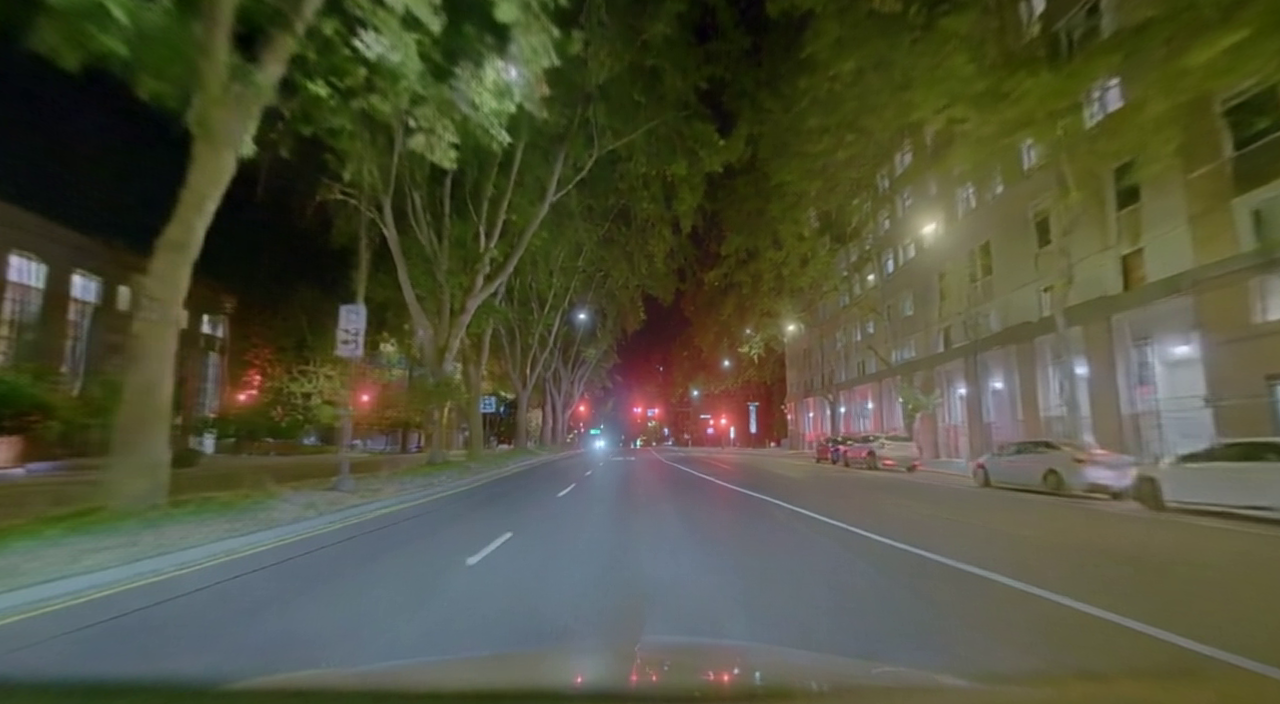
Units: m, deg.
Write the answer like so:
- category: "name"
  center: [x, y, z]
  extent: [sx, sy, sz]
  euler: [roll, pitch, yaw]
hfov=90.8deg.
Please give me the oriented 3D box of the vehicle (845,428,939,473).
- category: "vehicle"
  center: [10.630, 4.205, 27.131]
  extent: [1.947, 1.716, 4.861]
  euler: [0, -8, -1]

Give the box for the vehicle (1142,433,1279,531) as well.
- category: "vehicle"
  center: [10.802, 2.036, 10.000]
  extent: [1.927, 1.489, 4.532]
  euler: [0, -8, -1]

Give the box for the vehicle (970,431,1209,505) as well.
- category: "vehicle"
  center: [10.783, 2.811, 15.791]
  extent: [1.977, 1.519, 4.953]
  euler: [1, -9, -6]
